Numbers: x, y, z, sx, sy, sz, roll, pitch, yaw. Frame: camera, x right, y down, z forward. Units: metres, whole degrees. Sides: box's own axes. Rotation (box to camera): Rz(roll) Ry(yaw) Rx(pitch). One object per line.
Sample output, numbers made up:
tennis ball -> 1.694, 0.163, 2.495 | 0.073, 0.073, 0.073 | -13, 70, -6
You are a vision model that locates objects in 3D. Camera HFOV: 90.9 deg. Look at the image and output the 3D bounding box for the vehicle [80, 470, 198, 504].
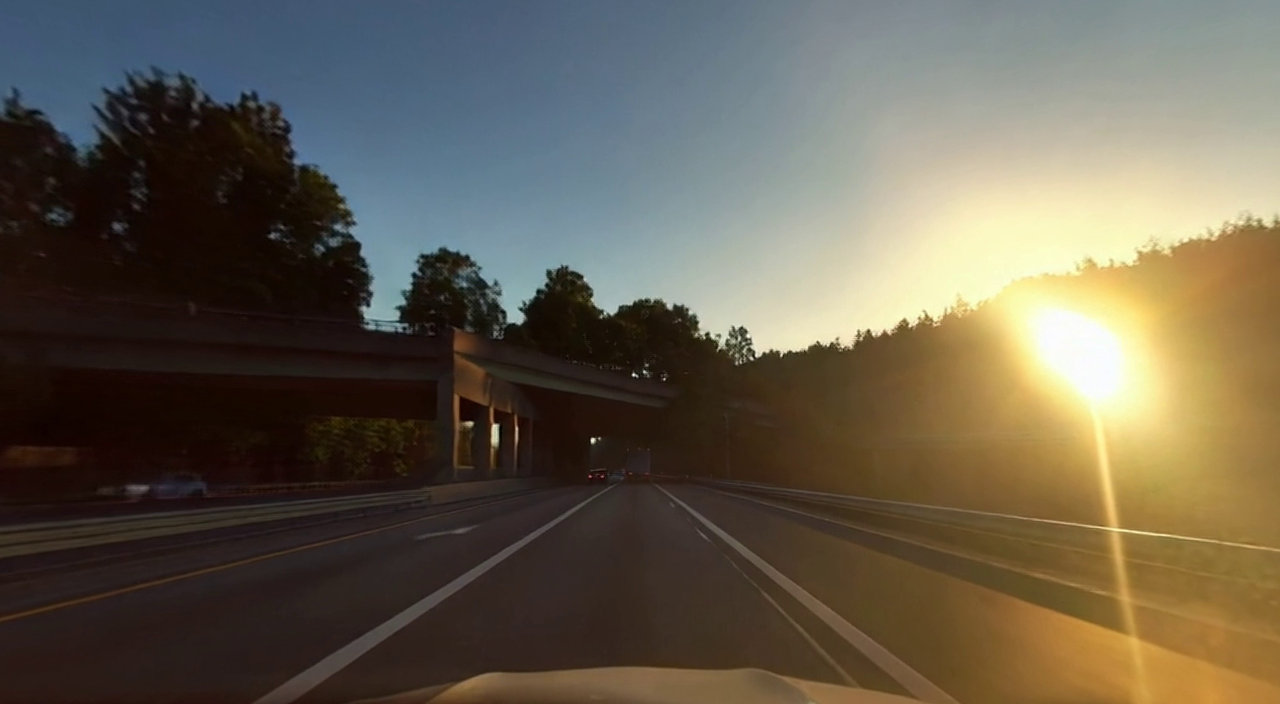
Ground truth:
vehicle -> -24.072, 6.474, 30.540 | 1.896, 1.469, 4.624 | 1, -10, 0
